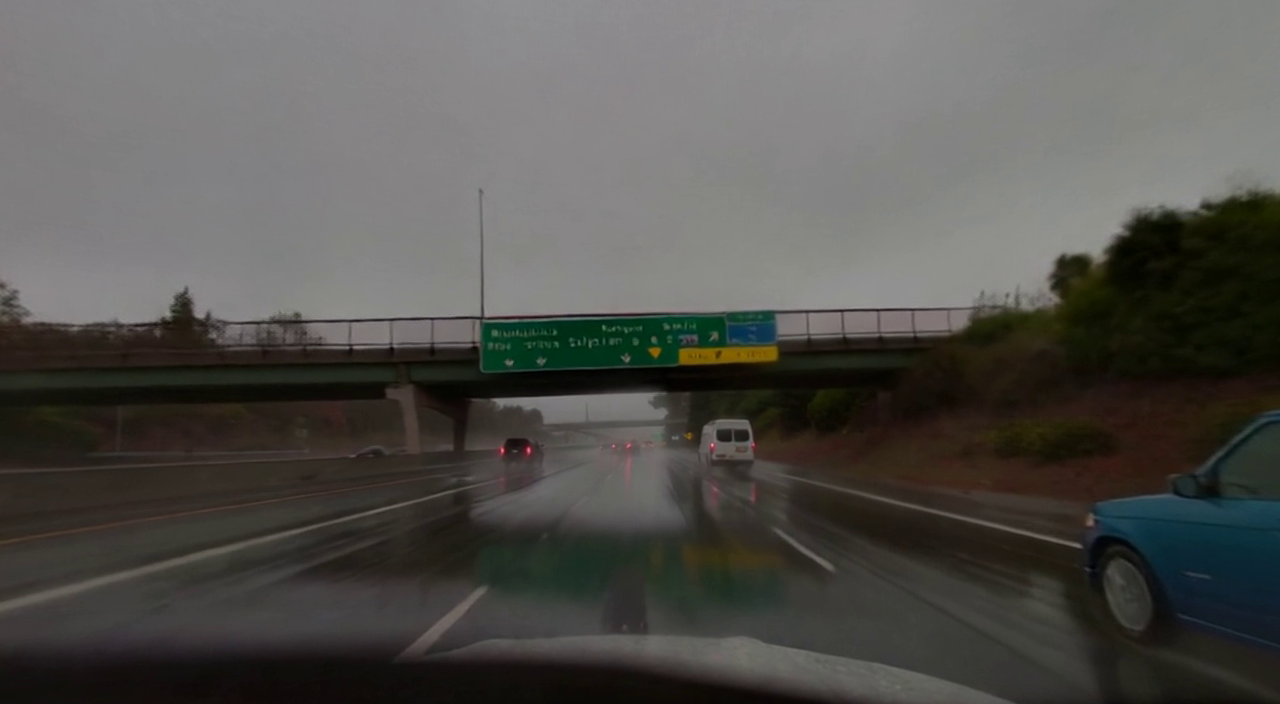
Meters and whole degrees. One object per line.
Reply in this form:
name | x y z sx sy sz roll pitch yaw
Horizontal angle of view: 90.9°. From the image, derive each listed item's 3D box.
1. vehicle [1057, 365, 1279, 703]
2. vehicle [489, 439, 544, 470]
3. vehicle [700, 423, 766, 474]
vehicle | 4.173 0.808 2.391 2.100 1.690 4.536 0 -8 1
vehicle | -6.943 5.798 35.943 2.068 1.632 4.623 -1 -8 1
vehicle | 4.381 4.669 30.614 2.347 2.234 5.352 0 -8 0
